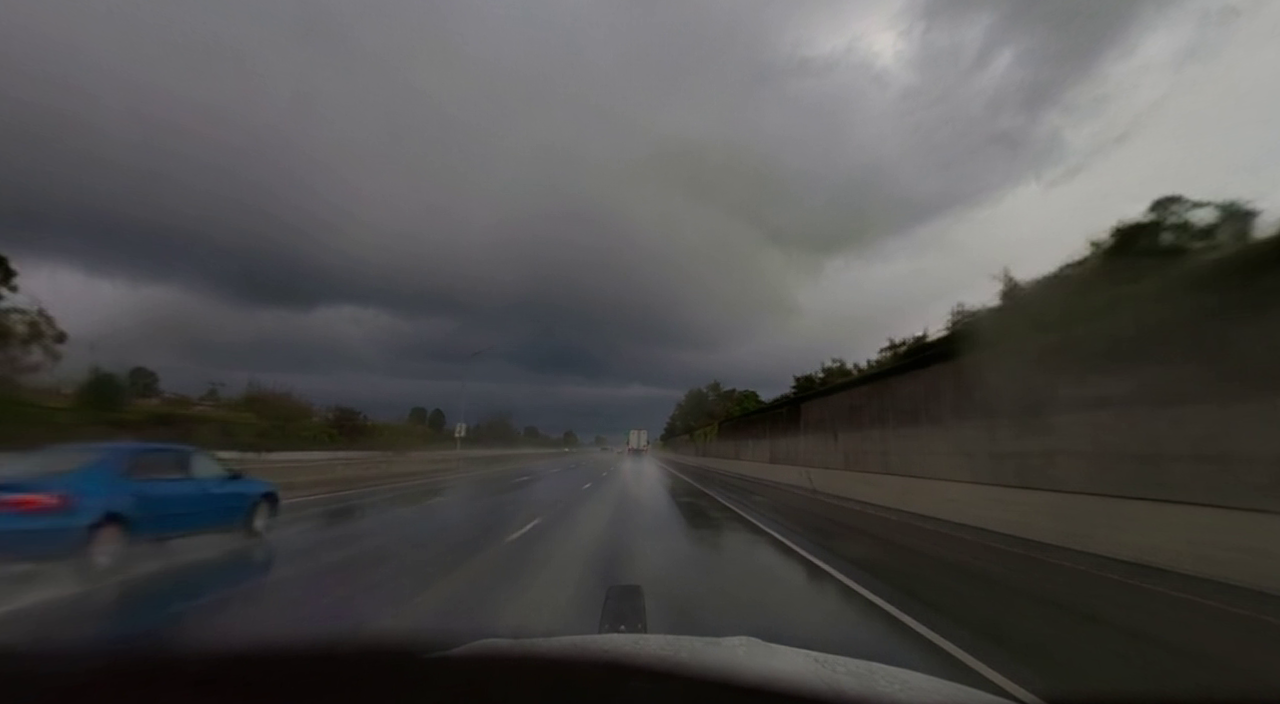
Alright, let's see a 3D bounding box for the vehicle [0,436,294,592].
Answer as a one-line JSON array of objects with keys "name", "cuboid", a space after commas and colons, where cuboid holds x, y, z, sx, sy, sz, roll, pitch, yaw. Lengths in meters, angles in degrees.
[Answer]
[{"name": "vehicle", "cuboid": [-7.088, 1.927, 8.434, 2.017, 1.468, 5.031, 0, -9, 0]}]
